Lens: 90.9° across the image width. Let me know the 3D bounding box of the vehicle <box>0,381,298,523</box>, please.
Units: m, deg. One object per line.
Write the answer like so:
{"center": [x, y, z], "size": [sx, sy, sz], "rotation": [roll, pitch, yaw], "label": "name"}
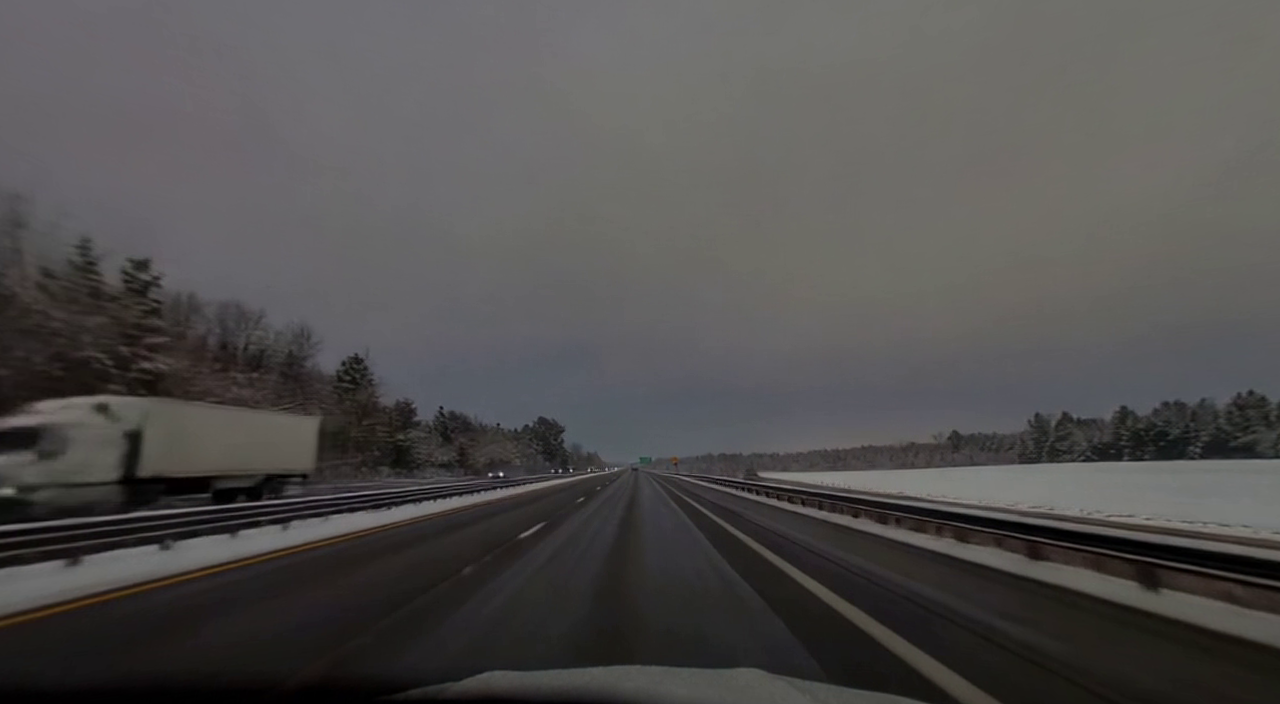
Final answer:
{"center": [-16.406, 3.570, 21.922], "size": [2.932, 3.708, 10.622], "rotation": [1, -10, 0], "label": "vehicle"}
